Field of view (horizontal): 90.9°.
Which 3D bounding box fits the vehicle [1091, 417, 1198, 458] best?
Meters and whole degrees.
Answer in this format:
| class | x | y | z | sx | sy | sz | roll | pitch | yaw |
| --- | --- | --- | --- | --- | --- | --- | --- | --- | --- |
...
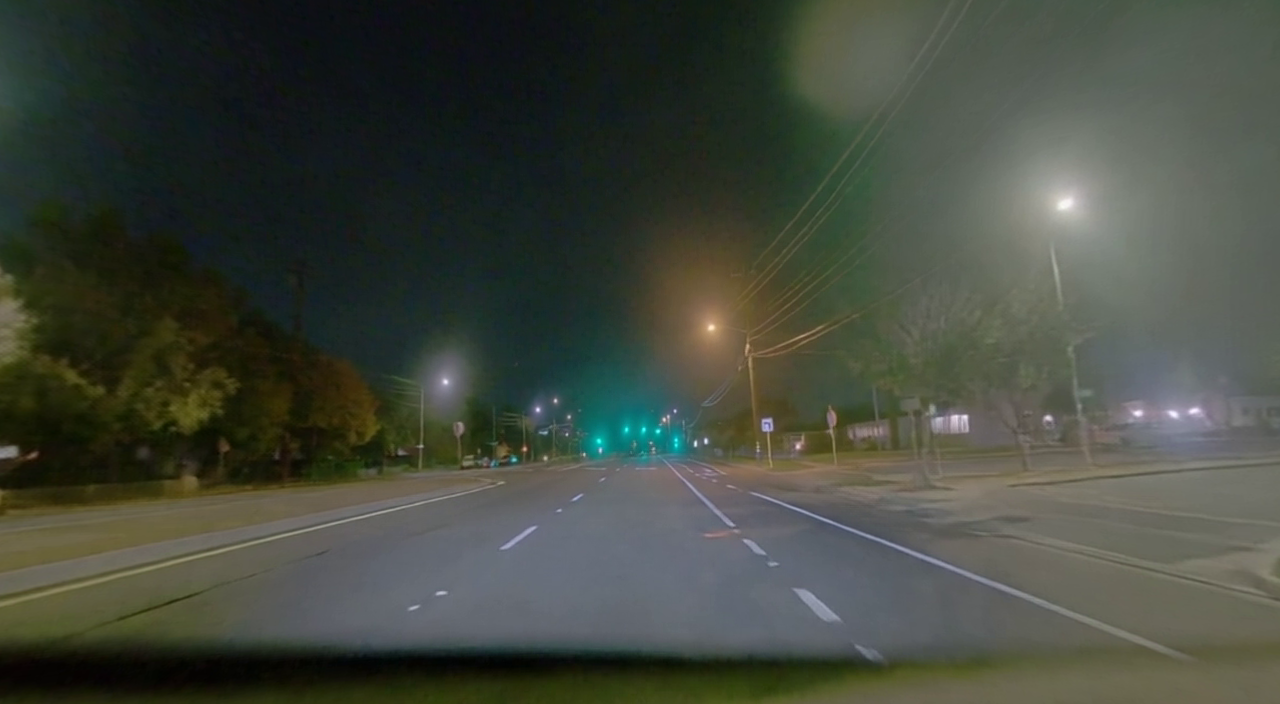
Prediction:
| class | x | y | z | sx | sy | sz | roll | pitch | yaw |
| --- | --- | --- | --- | --- | --- | --- | --- | --- | --- |
| vehicle | 26.666 | 4.580 | 33.565 | 2.009 | 2.044 | 4.571 | 0 | -9 | 3 |
